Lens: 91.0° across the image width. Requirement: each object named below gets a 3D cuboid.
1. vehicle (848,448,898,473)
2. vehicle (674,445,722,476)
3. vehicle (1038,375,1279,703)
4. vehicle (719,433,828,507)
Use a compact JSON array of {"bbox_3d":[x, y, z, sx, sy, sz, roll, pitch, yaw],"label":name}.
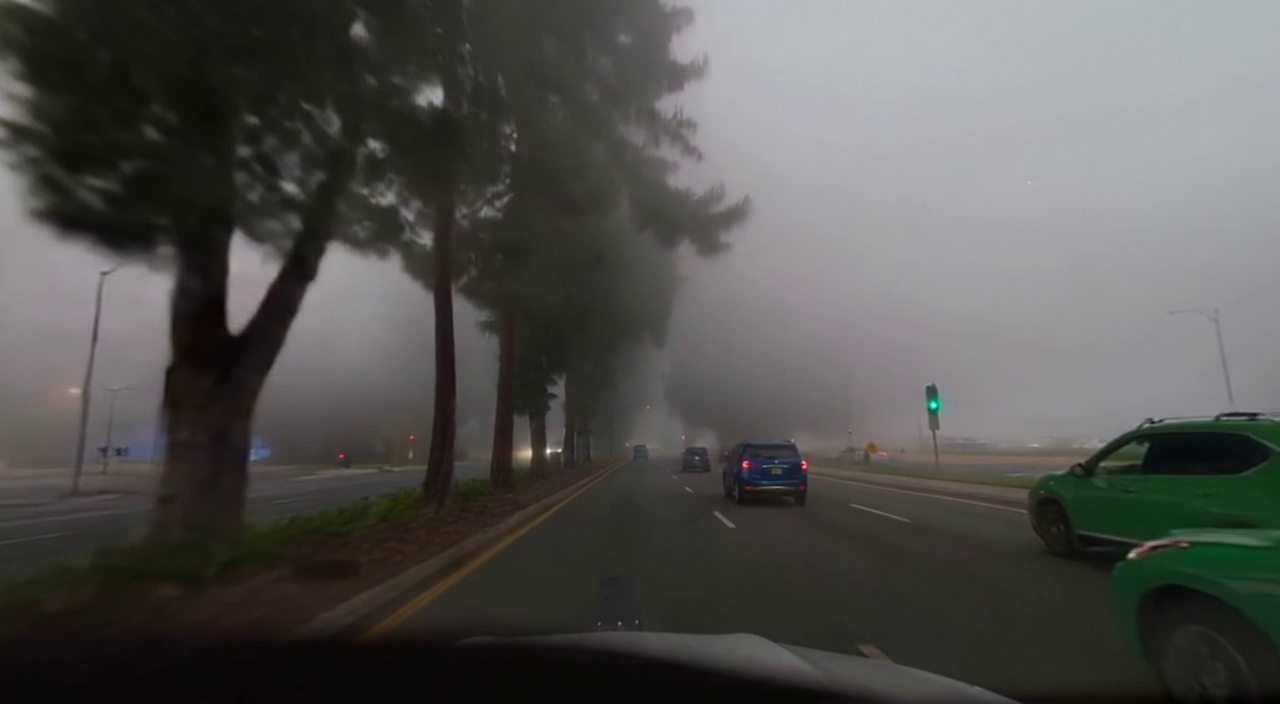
[{"bbox_3d":[15.624,7.273,42.407,1.815,1.493,4.135,0,-8,0],"label":"vehicle"},{"bbox_3d":[2.911,5.538,32.418,1.980,1.484,4.093,0,-8,-1],"label":"vehicle"},{"bbox_3d":[3.173,0.675,0.900,1.932,1.547,4.992,0,-8,0],"label":"vehicle"},{"bbox_3d":[3.365,3.049,16.763,2.075,1.698,4.142,0,-8,1],"label":"vehicle"}]
